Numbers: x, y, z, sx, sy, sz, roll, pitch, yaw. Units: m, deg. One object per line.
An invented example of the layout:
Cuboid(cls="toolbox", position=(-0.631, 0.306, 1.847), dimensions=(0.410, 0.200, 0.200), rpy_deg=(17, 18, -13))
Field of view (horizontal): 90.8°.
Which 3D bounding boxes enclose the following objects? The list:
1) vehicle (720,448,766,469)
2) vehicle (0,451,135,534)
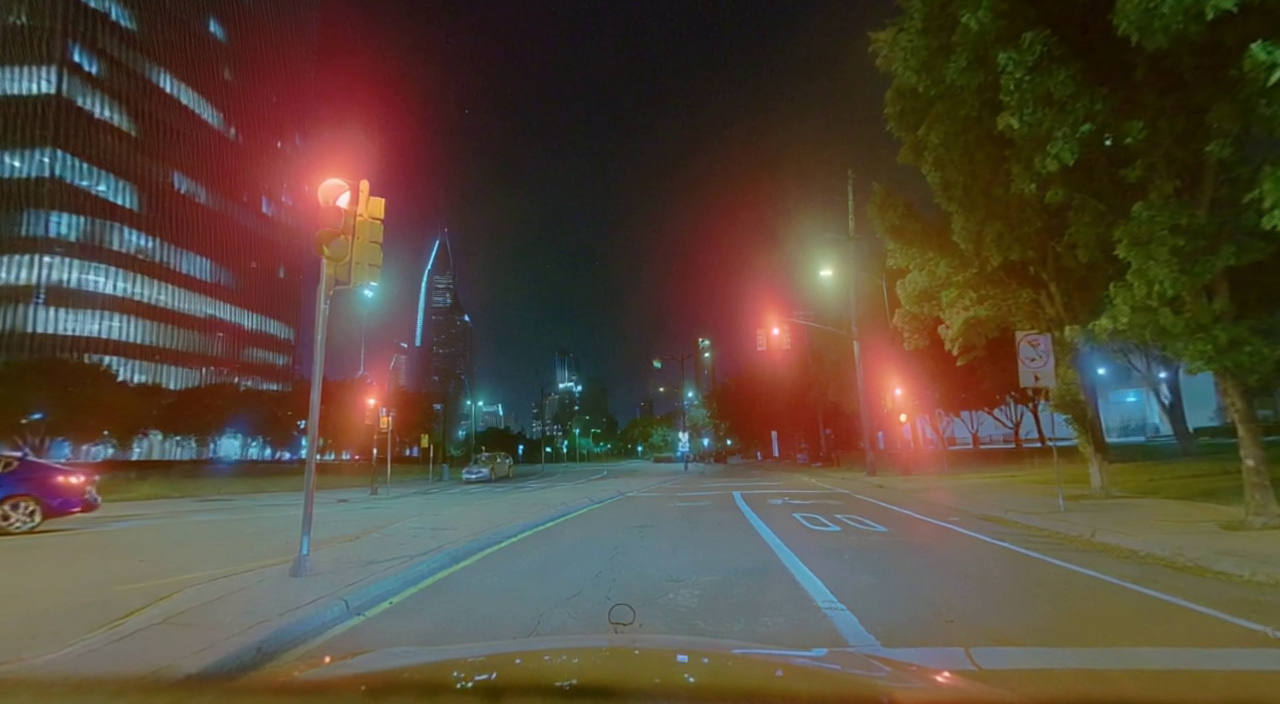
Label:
Cuboid(cls="vehicle", position=(7.840, 8.117, 48.420), dimensions=(1.829, 1.440, 4.384), rpy_deg=(2, -9, -14))
Cuboid(cls="vehicle", position=(-12.880, 2.713, 12.286), dimensions=(4.598, 1.490, 1.816), rpy_deg=(7, -11, -40))
